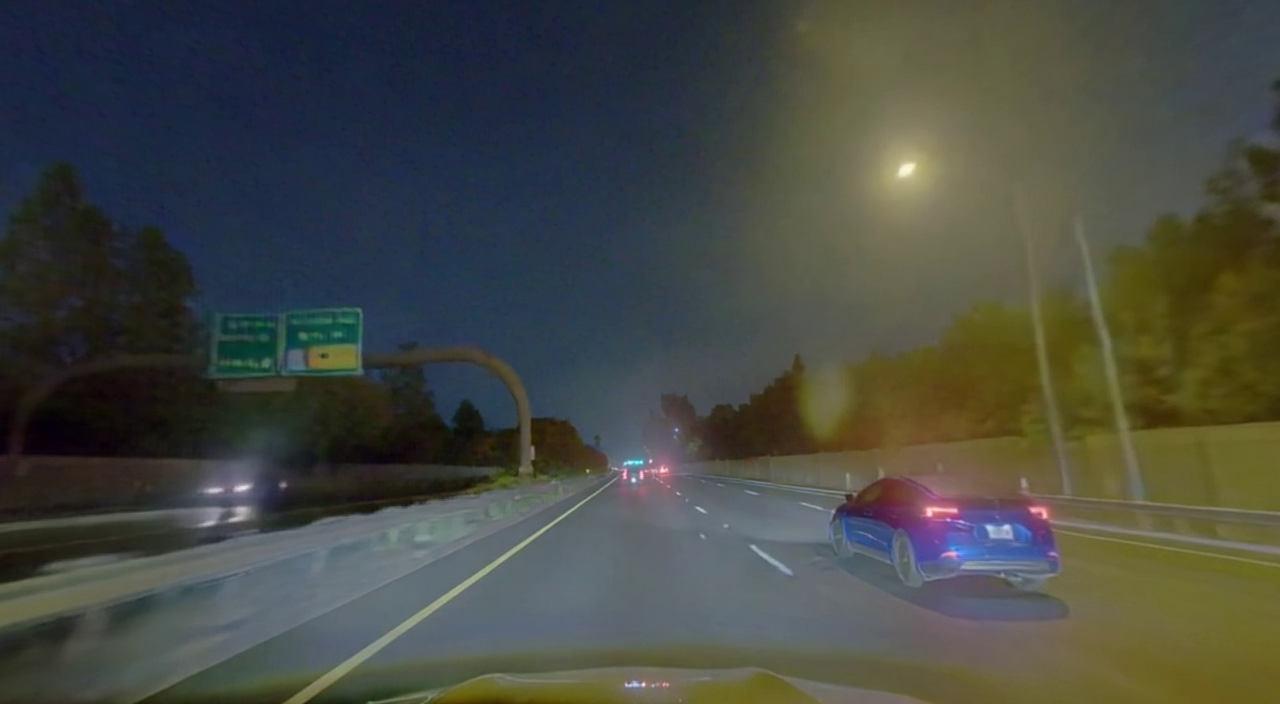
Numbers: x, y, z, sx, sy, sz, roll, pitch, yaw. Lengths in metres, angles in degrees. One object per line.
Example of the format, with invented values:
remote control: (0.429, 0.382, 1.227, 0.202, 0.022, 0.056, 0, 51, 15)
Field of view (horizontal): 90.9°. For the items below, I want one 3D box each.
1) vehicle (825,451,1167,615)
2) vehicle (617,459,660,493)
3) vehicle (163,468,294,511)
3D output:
vehicle: (3.966, 2.091, 8.026, 1.938, 1.494, 4.032, 1, -11, -1)
vehicle: (-0.063, 6.330, 32.227, 2.037, 1.605, 3.833, 1, -11, 0)
vehicle: (-15.301, 5.125, 23.773, 1.930, 1.436, 4.372, 1, -11, 1)
